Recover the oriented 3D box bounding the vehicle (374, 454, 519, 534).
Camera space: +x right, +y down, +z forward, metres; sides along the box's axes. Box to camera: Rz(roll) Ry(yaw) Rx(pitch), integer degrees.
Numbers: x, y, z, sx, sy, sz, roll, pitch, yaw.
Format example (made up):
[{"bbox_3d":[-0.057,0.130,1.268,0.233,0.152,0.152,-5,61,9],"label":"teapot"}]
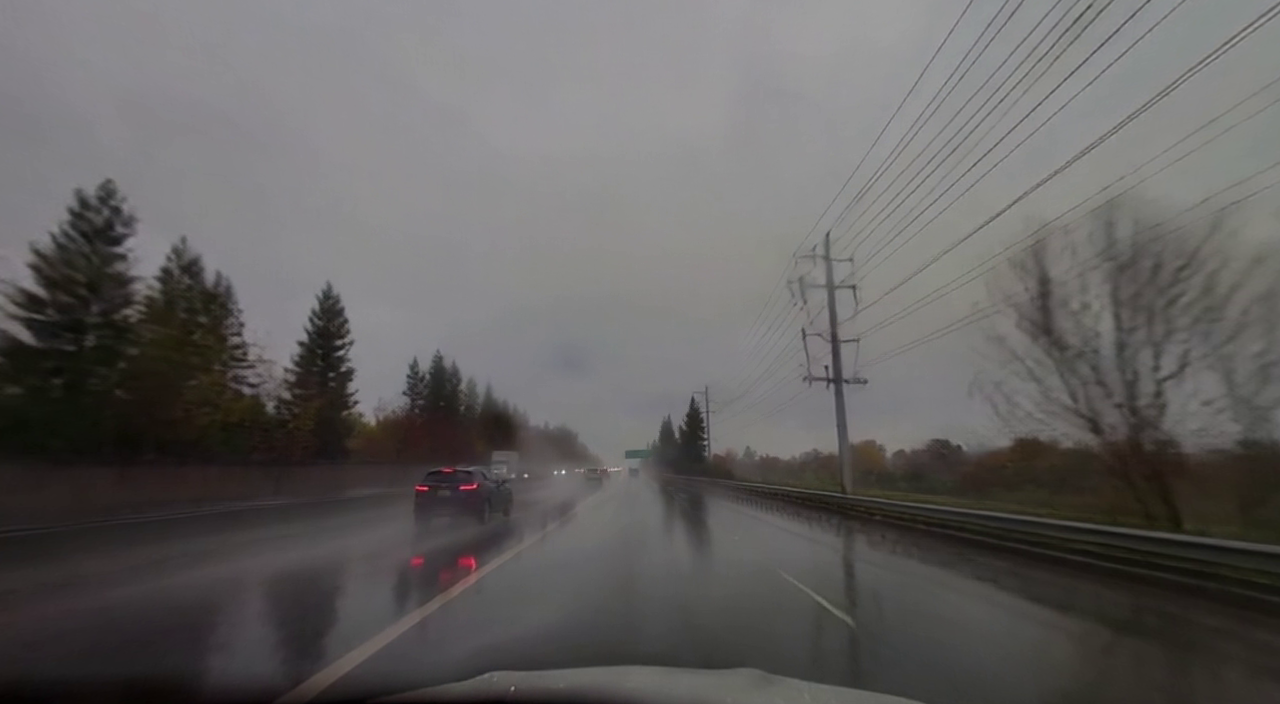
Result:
[{"bbox_3d":[-4.167,3.158,14.403,1.963,1.501,4.227,1,-11,0],"label":"vehicle"}]
